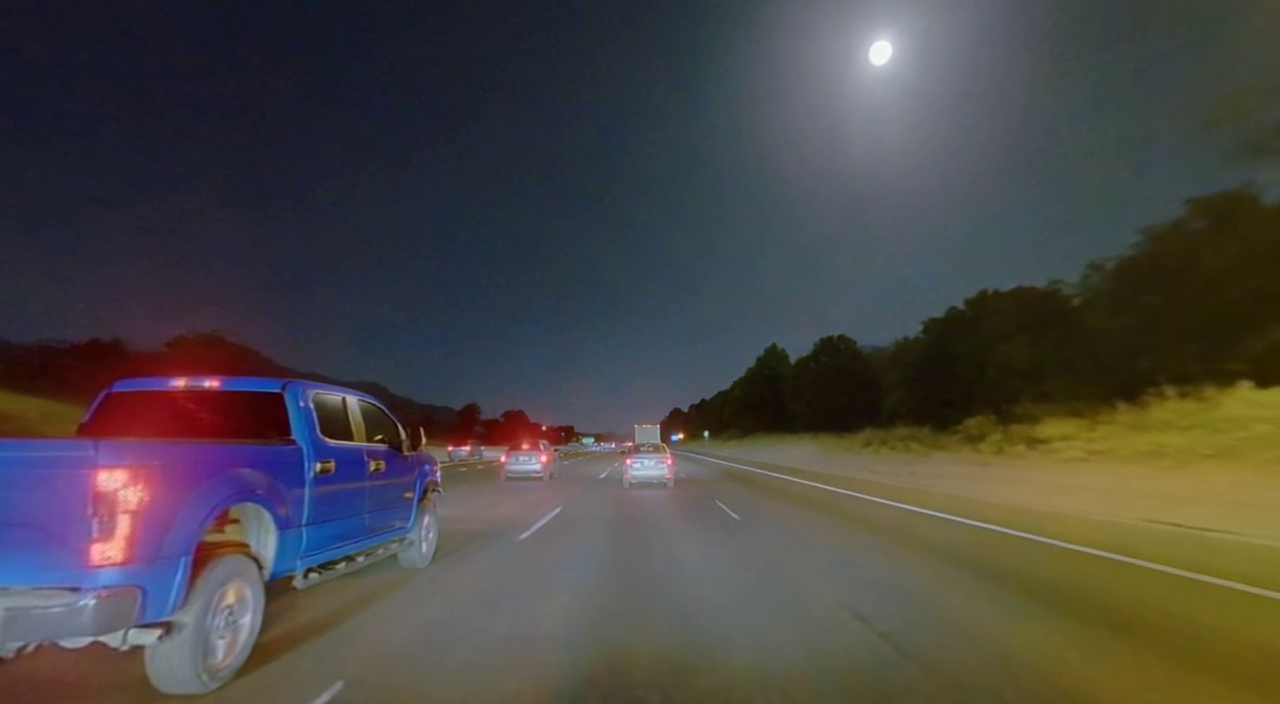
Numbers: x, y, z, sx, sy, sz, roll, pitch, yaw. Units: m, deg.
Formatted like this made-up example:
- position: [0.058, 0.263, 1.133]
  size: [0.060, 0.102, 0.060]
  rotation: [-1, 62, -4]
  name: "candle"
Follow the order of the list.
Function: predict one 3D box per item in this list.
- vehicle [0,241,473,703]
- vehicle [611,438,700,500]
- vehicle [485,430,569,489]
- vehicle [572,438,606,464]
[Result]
- position: [-3.371, 1.044, 5.146]
  size: [2.269, 2.060, 5.933]
  rotation: [0, -8, 1]
  name: "vehicle"
- position: [0.366, 3.030, 16.740]
  size: [2.054, 1.421, 4.090]
  rotation: [0, -8, 0]
  name: "vehicle"
- position: [-3.546, 3.457, 20.634]
  size: [1.903, 1.721, 4.210]
  rotation: [0, -8, 1]
  name: "vehicle"
- position: [-3.330, 6.557, 41.909]
  size: [1.897, 1.646, 4.049]
  rotation: [0, -8, 1]
  name: "vehicle"
